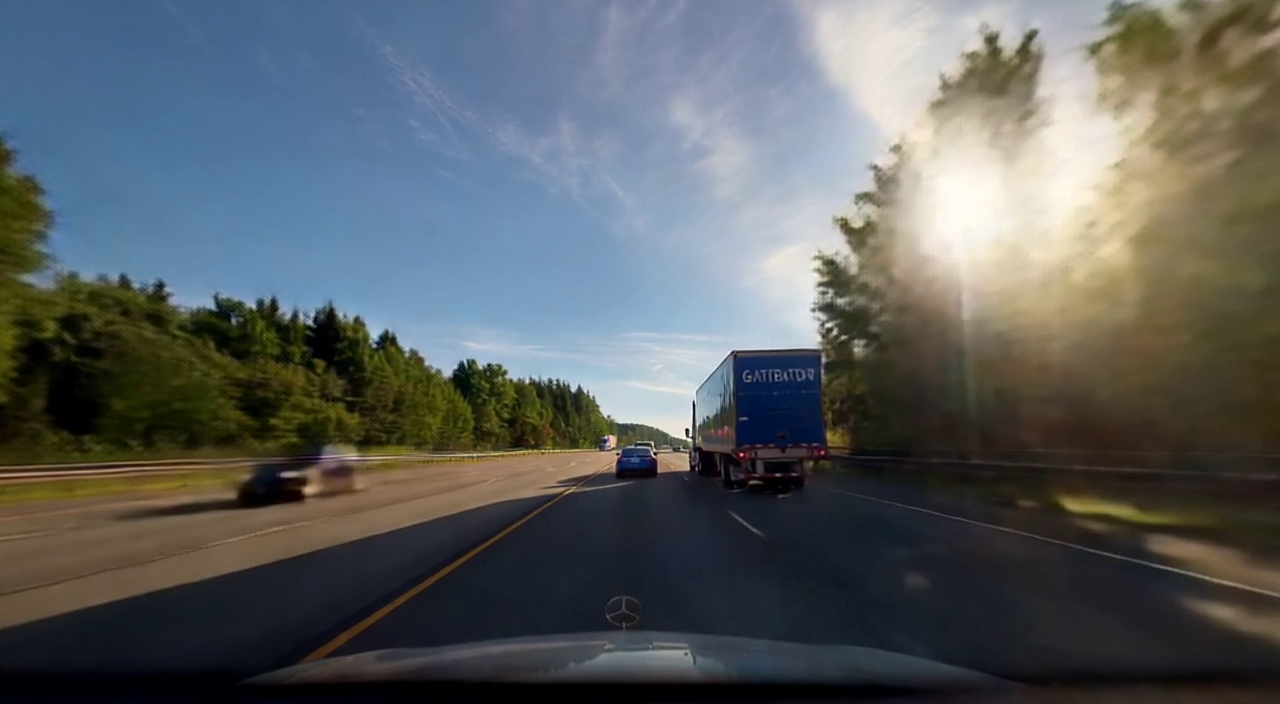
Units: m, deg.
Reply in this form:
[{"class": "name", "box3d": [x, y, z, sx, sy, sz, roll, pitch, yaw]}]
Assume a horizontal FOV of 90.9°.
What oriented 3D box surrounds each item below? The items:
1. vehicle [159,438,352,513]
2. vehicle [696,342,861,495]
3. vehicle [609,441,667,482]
[{"class": "vehicle", "box3d": [-9.142, 2.961, 15.571, 1.930, 1.549, 4.485, 0, -9, 0]}, {"class": "vehicle", "box3d": [4.298, 2.872, 24.012, 2.909, 4.074, 14.457, 0, -9, 0]}, {"class": "vehicle", "box3d": [-0.079, 4.241, 24.590, 2.074, 1.475, 3.960, 0, -9, 0]}]
